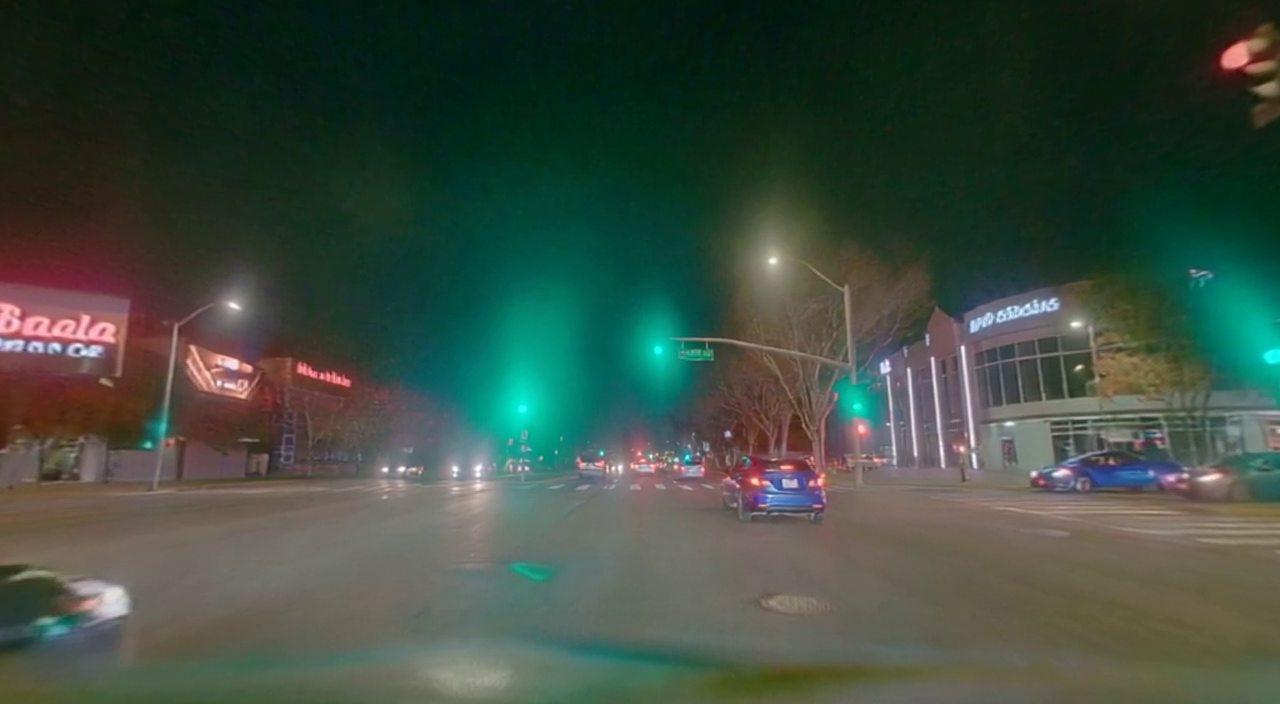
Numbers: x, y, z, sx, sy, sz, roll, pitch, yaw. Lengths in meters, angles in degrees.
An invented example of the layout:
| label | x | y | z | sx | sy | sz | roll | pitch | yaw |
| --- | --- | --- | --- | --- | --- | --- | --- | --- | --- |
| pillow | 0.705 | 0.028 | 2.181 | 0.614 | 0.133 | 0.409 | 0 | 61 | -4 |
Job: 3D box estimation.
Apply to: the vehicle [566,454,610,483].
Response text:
| label | x | y | z | sx | sy | sz | roll | pitch | yaw |
| --- | --- | --- | --- | --- | --- | --- | --- | --- | --- |
| vehicle | -2.901 | 6.614 | 36.055 | 2.040 | 1.471 | 4.211 | 0 | -9 | 1 |

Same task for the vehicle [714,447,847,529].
| label | x | y | z | sx | sy | sz | roll | pitch | yaw |
| --- | --- | --- | --- | --- | --- | --- | --- | --- | --- |
| vehicle | 2.881 | 2.873 | 13.949 | 1.946 | 1.513 | 4.133 | 0 | -9 | -1 |

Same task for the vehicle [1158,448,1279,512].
| label | x | y | z | sx | sy | sz | roll | pitch | yaw |
| --- | --- | --- | --- | --- | --- | --- | --- | --- | --- |
| vehicle | 15.496 | 3.018 | 15.114 | 4.481 | 1.427 | 1.830 | 0 | -9 | -1 |

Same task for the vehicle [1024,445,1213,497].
| label | x | y | z | sx | sy | sz | roll | pitch | yaw |
| --- | --- | --- | --- | --- | --- | --- | --- | --- | --- |
| vehicle | 16.264 | 4.053 | 21.650 | 4.637 | 1.654 | 2.277 | 0 | -9 | -1 |

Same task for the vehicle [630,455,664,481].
| label | x | y | z | sx | sy | sz | roll | pitch | yaw |
| --- | --- | --- | --- | --- | --- | --- | --- | --- | --- |
| vehicle | 0.409 | 7.273 | 39.765 | 2.070 | 1.460 | 4.118 | 0 | -9 | -1 |

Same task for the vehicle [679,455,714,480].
| label | x | y | z | sx | sy | sz | roll | pitch | yaw |
| --- | --- | --- | --- | --- | --- | --- | --- | --- | --- |
| vehicle | 3.718 | 7.697 | 42.255 | 1.931 | 1.552 | 4.125 | 0 | -9 | 0 |
